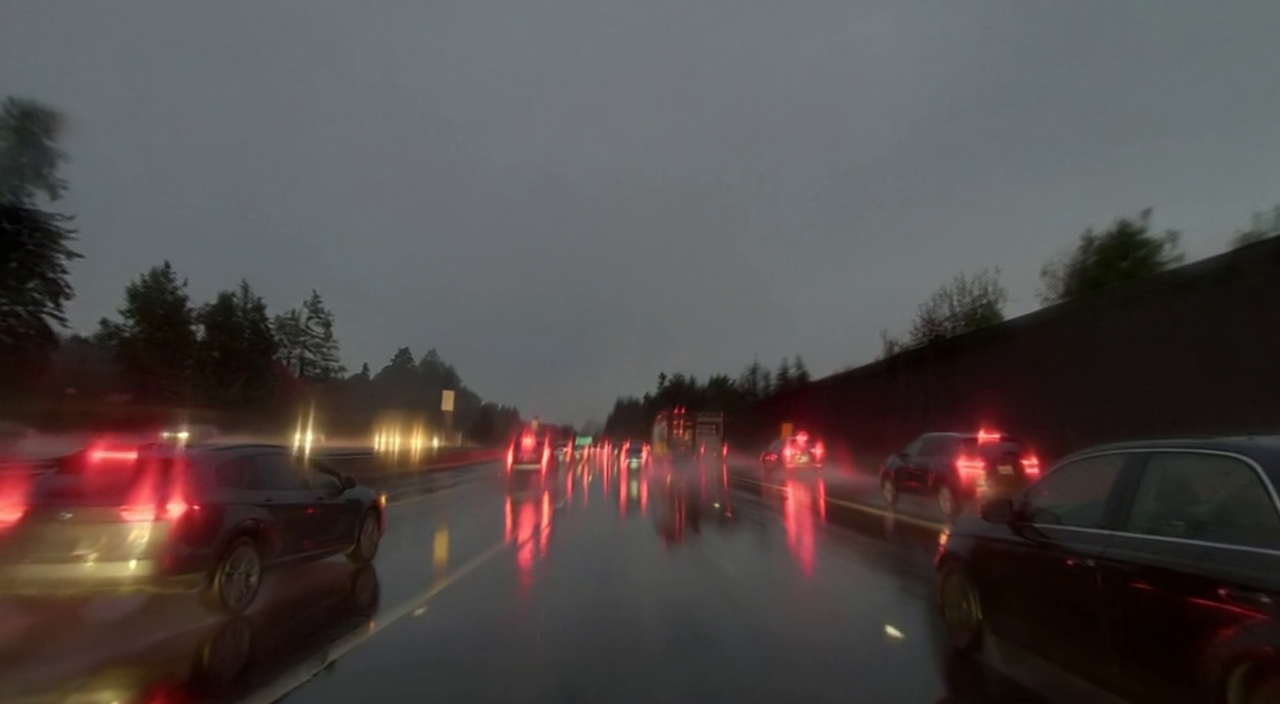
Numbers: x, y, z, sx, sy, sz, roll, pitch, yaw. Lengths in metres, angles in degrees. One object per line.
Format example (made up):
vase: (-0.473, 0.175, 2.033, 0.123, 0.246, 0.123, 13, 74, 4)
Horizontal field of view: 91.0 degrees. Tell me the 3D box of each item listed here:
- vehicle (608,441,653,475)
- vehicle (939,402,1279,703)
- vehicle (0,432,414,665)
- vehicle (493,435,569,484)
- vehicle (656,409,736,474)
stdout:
vehicle: (-0.510, 5.639, 33.843, 2.235, 1.682, 4.094, 0, -9, -1)
vehicle: (3.150, 0.957, 2.248, 2.031, 1.504, 4.327, 0, -9, 0)
vehicle: (-4.019, 1.551, 6.139, 1.947, 1.424, 4.264, 0, -9, 2)
vehicle: (-4.305, 4.334, 25.750, 2.176, 1.783, 4.799, 0, -9, 1)
vehicle: (3.055, 5.541, 38.623, 3.426, 3.279, 12.313, 0, -9, -2)
